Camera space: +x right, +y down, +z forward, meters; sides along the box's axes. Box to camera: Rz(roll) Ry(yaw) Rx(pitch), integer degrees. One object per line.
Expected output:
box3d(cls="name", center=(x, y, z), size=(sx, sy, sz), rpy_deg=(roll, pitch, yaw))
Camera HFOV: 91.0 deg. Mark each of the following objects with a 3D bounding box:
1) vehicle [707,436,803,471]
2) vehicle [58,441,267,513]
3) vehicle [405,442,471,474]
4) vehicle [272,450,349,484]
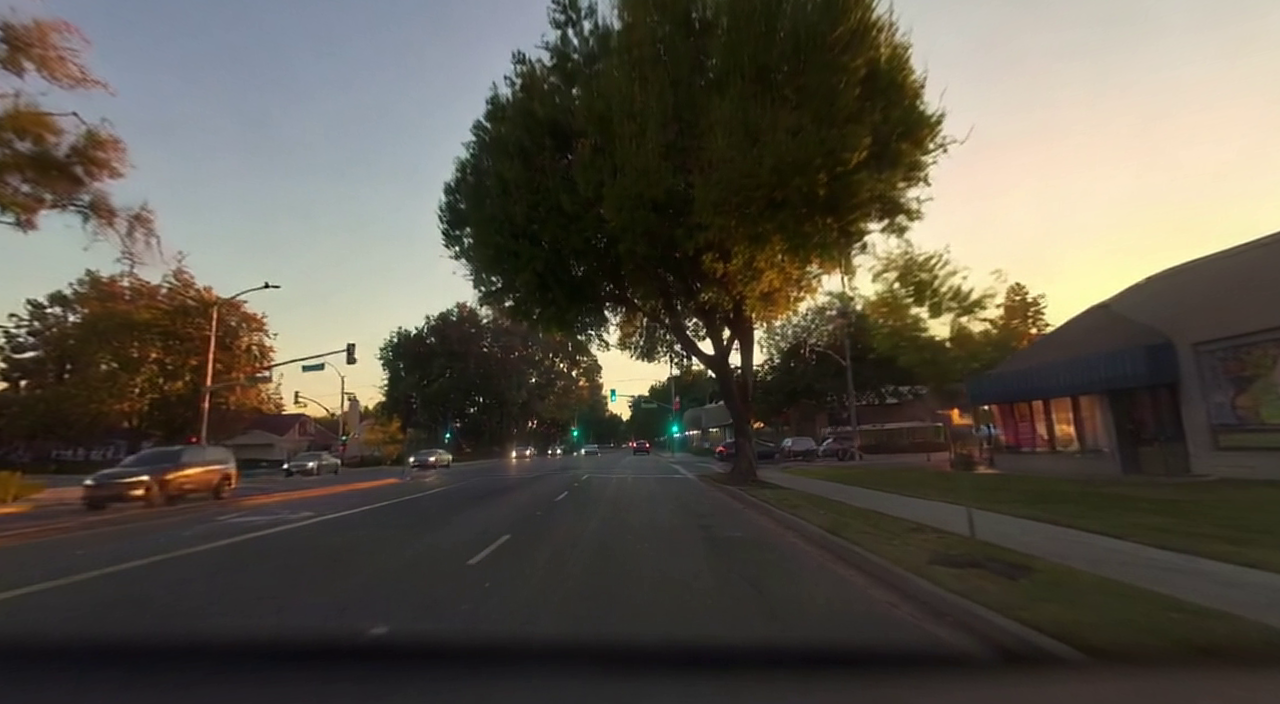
box3d(cls="vehicle", center=(5.825, 5.099, 31.823), size=(4.361, 1.607, 2.191), rpy_deg=(5, -10, -32))
box3d(cls="vehicle", center=(-12.499, 3.263, 16.979), size=(2.145, 1.660, 4.423), rpy_deg=(0, -9, 0))
box3d(cls="vehicle", center=(-12.083, 6.378, 38.061), size=(2.333, 1.775, 4.889), rpy_deg=(0, -9, 0))
box3d(cls="vehicle", center=(-16.775, 5.821, 32.285), size=(1.768, 1.532, 4.216), rpy_deg=(-1, -8, -1))
